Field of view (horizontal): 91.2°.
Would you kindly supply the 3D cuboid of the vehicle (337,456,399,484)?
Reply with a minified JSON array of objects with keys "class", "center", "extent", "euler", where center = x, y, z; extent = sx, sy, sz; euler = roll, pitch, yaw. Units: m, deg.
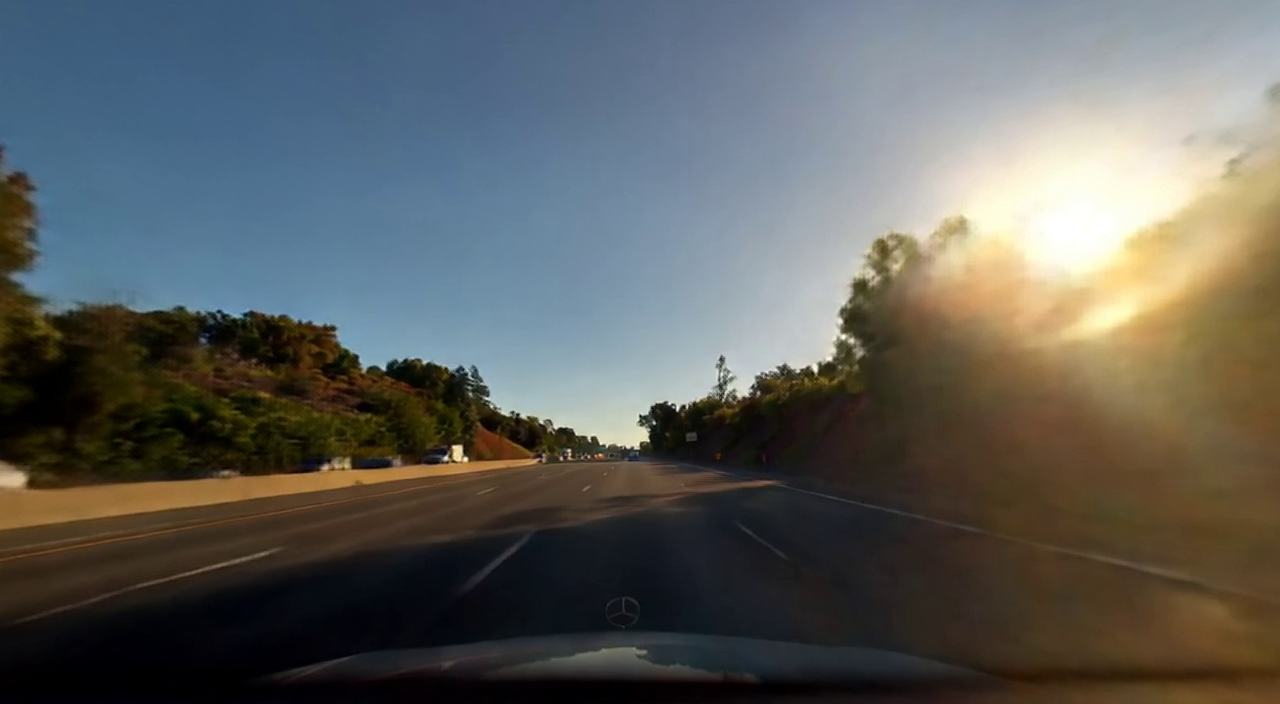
[{"class":"vehicle","center":[-15.170,6.559,35.156],"extent":[1.753,1.426,3.920],"euler":[0,-9,0]}]
